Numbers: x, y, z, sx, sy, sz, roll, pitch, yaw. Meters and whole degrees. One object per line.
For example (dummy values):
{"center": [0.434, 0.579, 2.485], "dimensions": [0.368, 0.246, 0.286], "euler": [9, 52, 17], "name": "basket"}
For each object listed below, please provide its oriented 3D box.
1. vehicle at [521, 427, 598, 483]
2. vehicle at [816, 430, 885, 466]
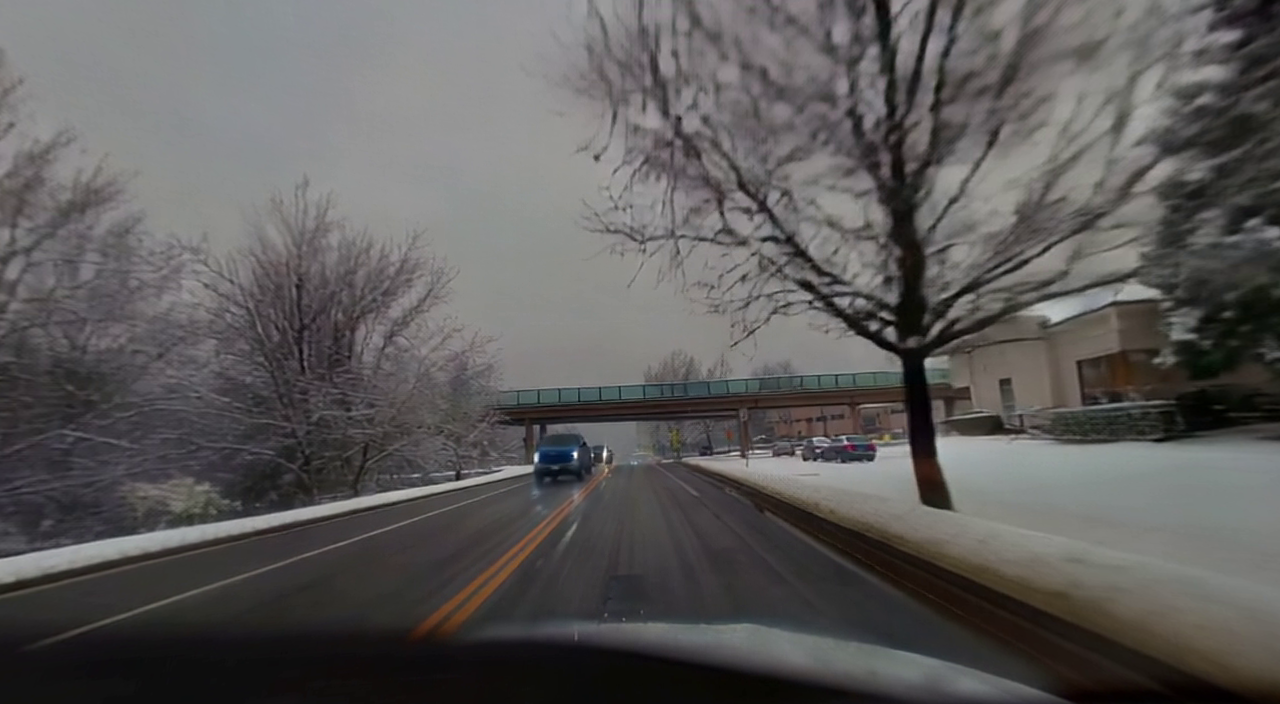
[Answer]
{"center": [-3.918, 5.203, 32.015], "dimensions": [2.967, 2.369, 6.635], "euler": [-3, -8, 0], "name": "vehicle"}
{"center": [11.307, 5.192, 34.072], "dimensions": [2.051, 1.534, 4.466], "euler": [-8, -8, -1], "name": "vehicle"}
